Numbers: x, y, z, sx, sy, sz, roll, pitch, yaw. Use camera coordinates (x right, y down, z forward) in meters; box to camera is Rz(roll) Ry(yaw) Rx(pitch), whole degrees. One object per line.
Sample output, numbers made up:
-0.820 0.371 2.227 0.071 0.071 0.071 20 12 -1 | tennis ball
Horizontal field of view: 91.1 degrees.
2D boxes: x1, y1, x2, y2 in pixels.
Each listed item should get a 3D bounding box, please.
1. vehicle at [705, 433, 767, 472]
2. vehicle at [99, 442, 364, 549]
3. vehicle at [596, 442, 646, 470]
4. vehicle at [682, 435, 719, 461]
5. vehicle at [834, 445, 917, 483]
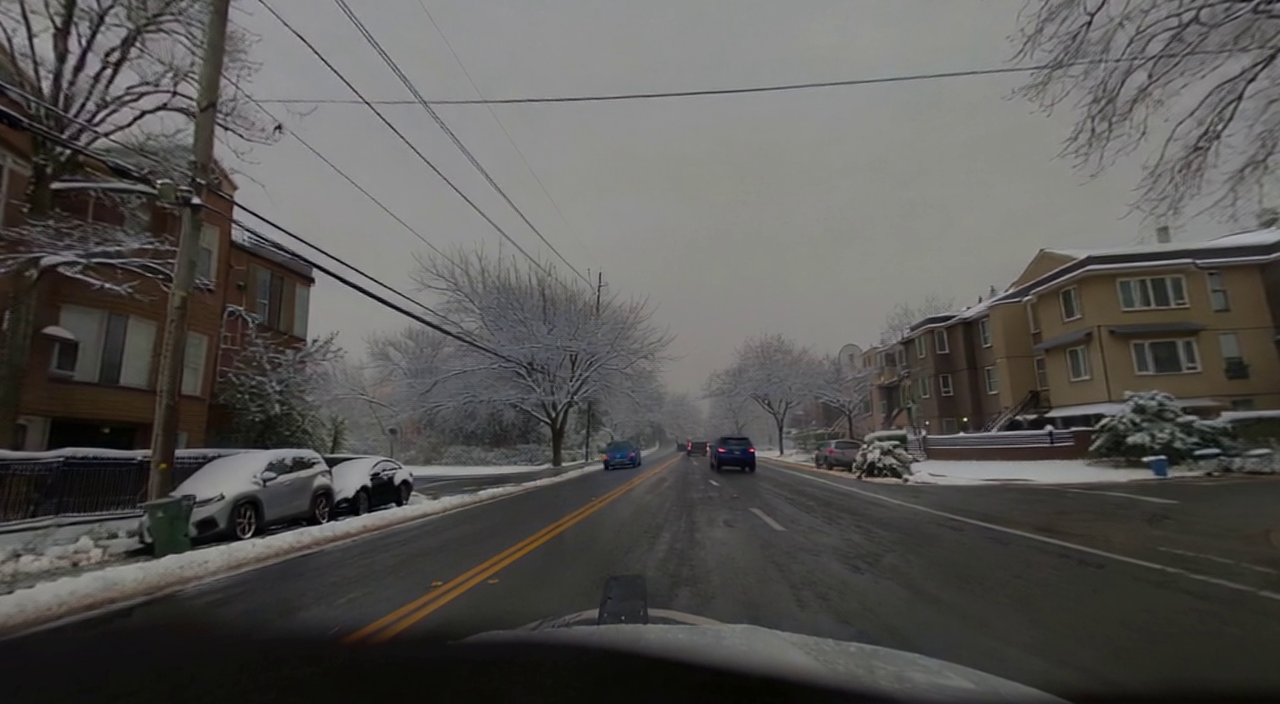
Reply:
4.649 4.953 31.139 2.306 1.719 4.805 0 -8 0 | vehicle
-8.112 2.829 13.254 2.381 1.825 4.652 0 -8 1 | vehicle
-0.983 5.776 35.164 2.155 1.436 4.501 -1 -8 6 | vehicle
4.464 7.170 47.068 2.368 1.840 4.896 0 -8 0 | vehicle
10.106 4.816 27.360 1.935 1.478 4.711 0 -8 2 | vehicle
